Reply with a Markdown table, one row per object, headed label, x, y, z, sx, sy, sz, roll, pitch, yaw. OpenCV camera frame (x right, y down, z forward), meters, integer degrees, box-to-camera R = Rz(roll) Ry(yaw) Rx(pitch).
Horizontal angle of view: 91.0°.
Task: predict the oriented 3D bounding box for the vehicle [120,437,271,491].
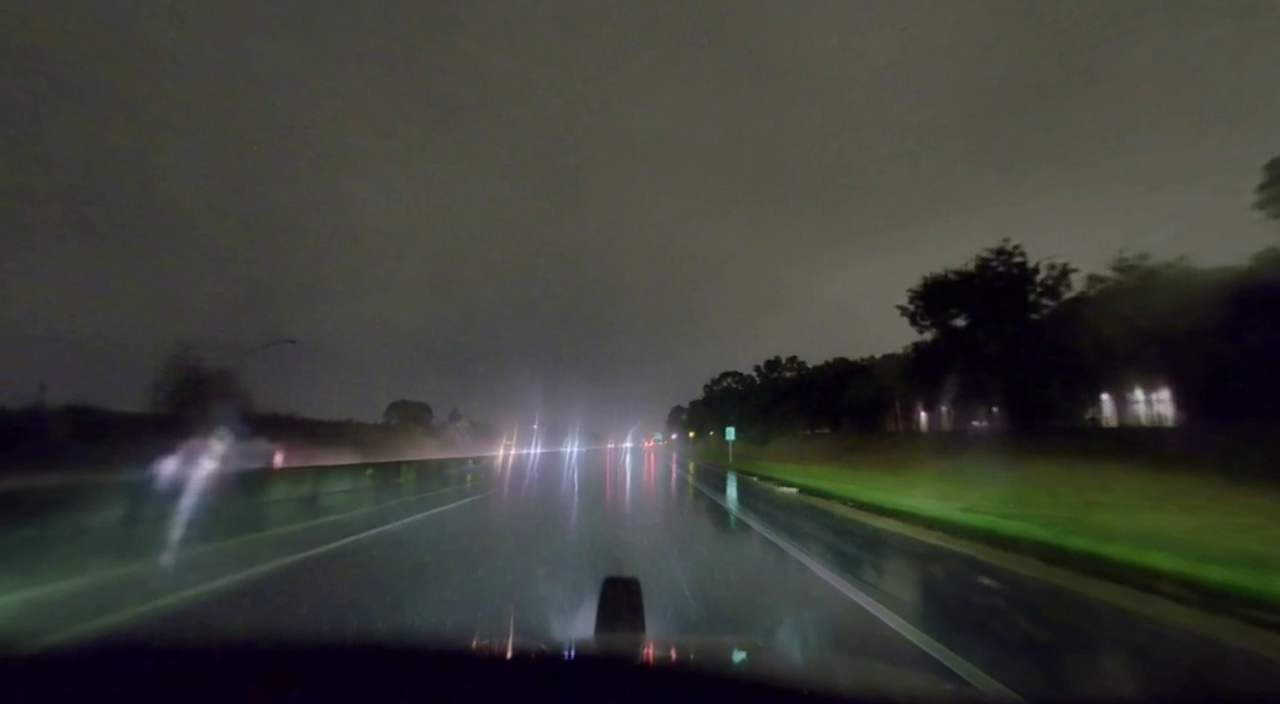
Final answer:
| label | x | y | z | sx | sy | sz | roll | pitch | yaw |
| --- | --- | --- | --- | --- | --- | --- | --- | --- | --- |
| vehicle | -19.932 | 5.032 | 28.748 | 2.446 | 2.197 | 5.935 | 0 | -9 | 1 |
